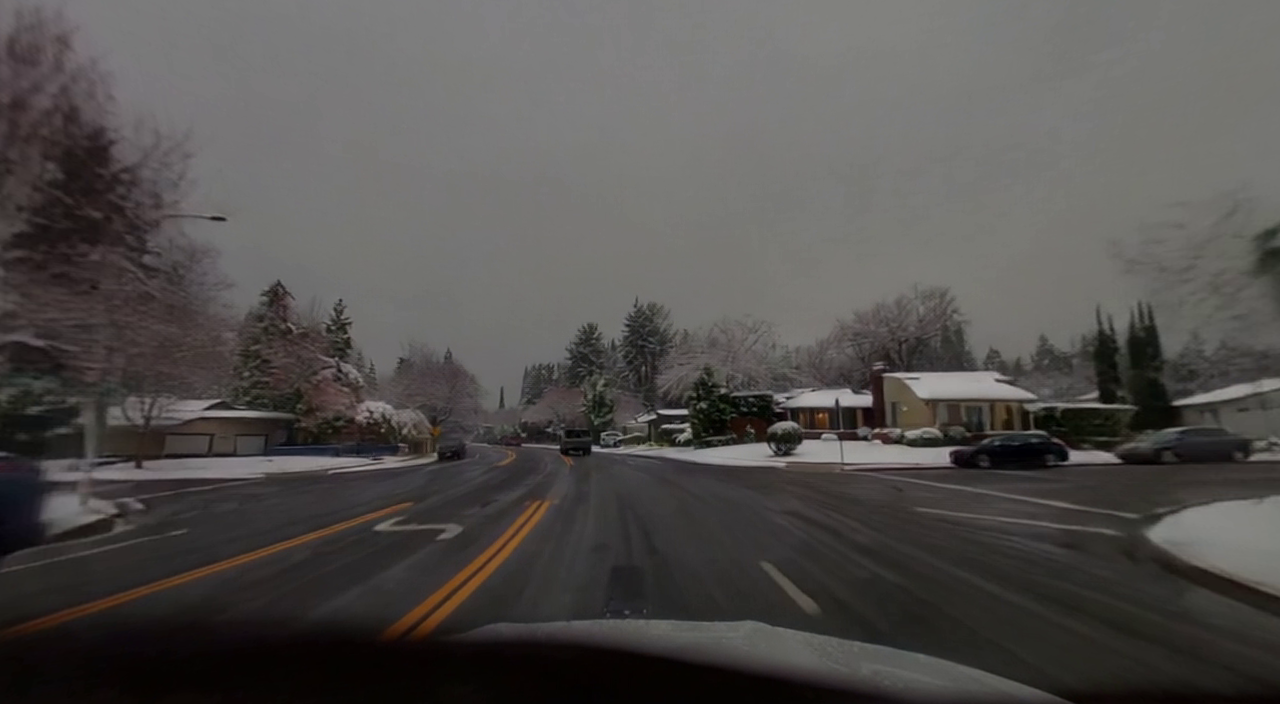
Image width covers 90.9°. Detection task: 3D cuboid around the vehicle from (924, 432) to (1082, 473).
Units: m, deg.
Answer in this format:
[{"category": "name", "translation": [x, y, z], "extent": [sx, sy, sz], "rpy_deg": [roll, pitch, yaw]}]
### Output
[{"category": "vehicle", "translation": [13.486, 3.751, 23.691], "extent": [4.737, 1.447, 1.766], "rpy_deg": [-2, -8, 10]}]

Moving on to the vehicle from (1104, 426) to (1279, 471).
[{"category": "vehicle", "translation": [19.727, 3.417, 22.304], "extent": [4.795, 1.468, 1.945], "rpy_deg": [-2, -8, 14]}]
